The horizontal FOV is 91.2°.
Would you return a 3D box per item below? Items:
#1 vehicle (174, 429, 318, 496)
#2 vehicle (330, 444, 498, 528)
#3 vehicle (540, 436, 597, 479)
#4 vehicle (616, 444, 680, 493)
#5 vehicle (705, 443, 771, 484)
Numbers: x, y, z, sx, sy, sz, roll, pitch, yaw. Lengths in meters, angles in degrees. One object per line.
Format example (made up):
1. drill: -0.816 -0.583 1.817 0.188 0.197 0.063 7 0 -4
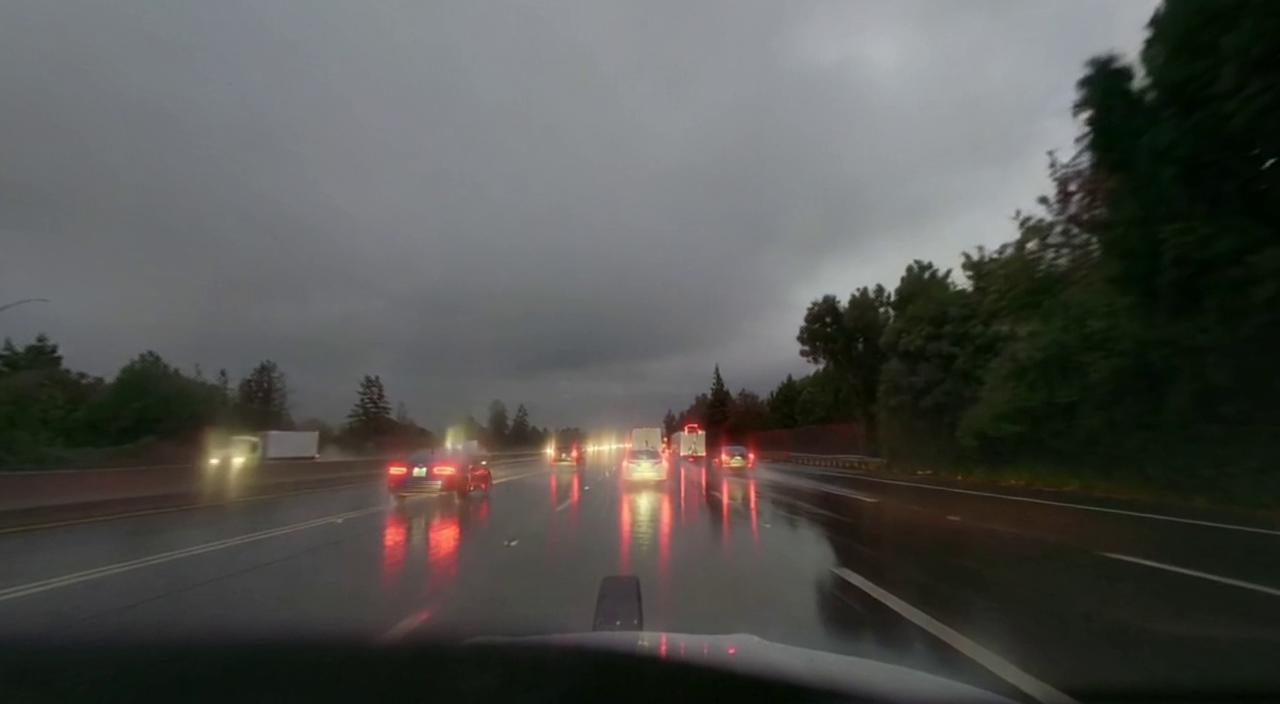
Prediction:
1. vehicle: -16.675 4.707 27.099 2.269 2.522 5.946 0 -9 0
2. vehicle: -4.564 2.750 13.508 1.967 1.473 4.439 0 -9 0
3. vehicle: -3.468 5.254 31.357 2.230 1.973 4.403 -1 -9 2
4. vehicle: 0.253 4.048 22.092 2.015 1.526 4.286 0 -9 0
5. vehicle: 3.922 4.556 25.820 1.959 1.503 4.064 0 -9 -1
